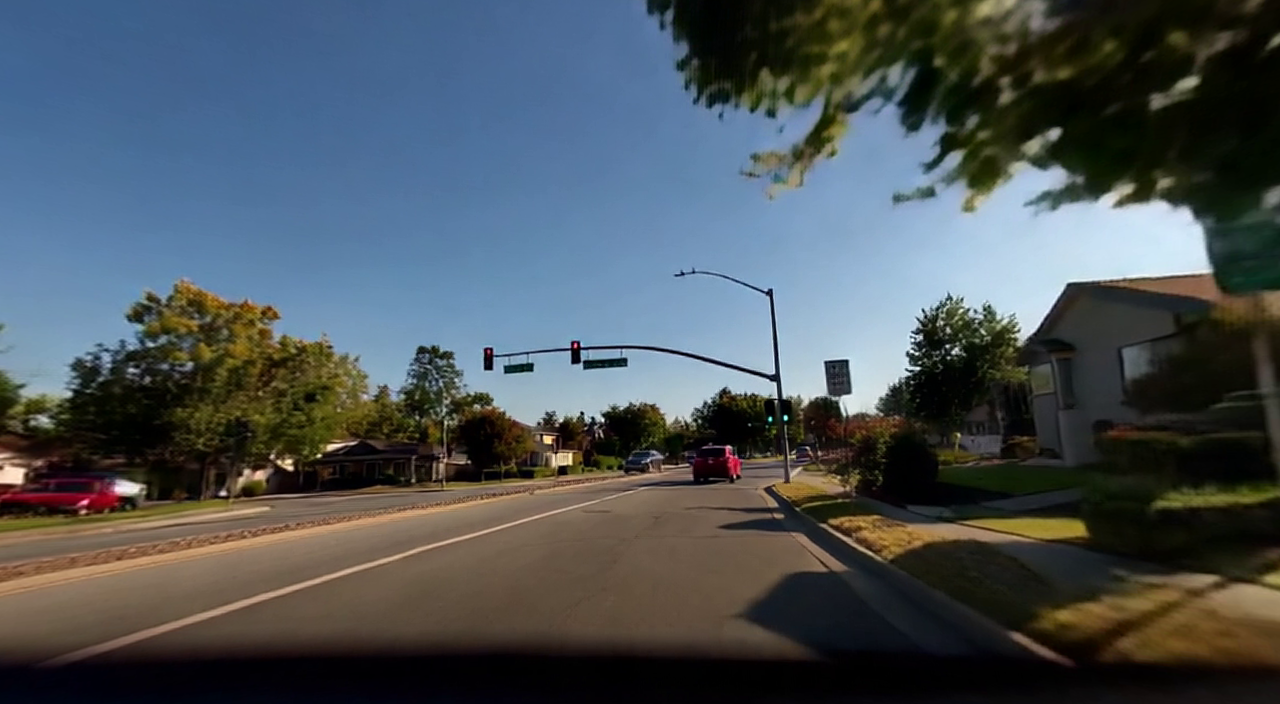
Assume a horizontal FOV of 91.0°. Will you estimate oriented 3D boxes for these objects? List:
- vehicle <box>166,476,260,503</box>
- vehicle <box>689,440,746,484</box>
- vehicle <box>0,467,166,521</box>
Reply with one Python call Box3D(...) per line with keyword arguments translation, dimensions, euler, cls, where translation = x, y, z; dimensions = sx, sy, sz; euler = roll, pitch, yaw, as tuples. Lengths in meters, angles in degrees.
Box3D(translation=(-29.706, 9.571, 43.916), dimensions=(4.697, 1.691, 2.486), euler=(0, -8, -3), cls="vehicle")
Box3D(translation=(3.855, 5.254, 30.423), dimensions=(2.059, 1.908, 4.714), euler=(-2, -9, 15), cls="vehicle")
Box3D(translation=(-24.329, 6.149, 27.734), dimensions=(2.332, 1.896, 5.688), euler=(0, -8, 1), cls="vehicle")
